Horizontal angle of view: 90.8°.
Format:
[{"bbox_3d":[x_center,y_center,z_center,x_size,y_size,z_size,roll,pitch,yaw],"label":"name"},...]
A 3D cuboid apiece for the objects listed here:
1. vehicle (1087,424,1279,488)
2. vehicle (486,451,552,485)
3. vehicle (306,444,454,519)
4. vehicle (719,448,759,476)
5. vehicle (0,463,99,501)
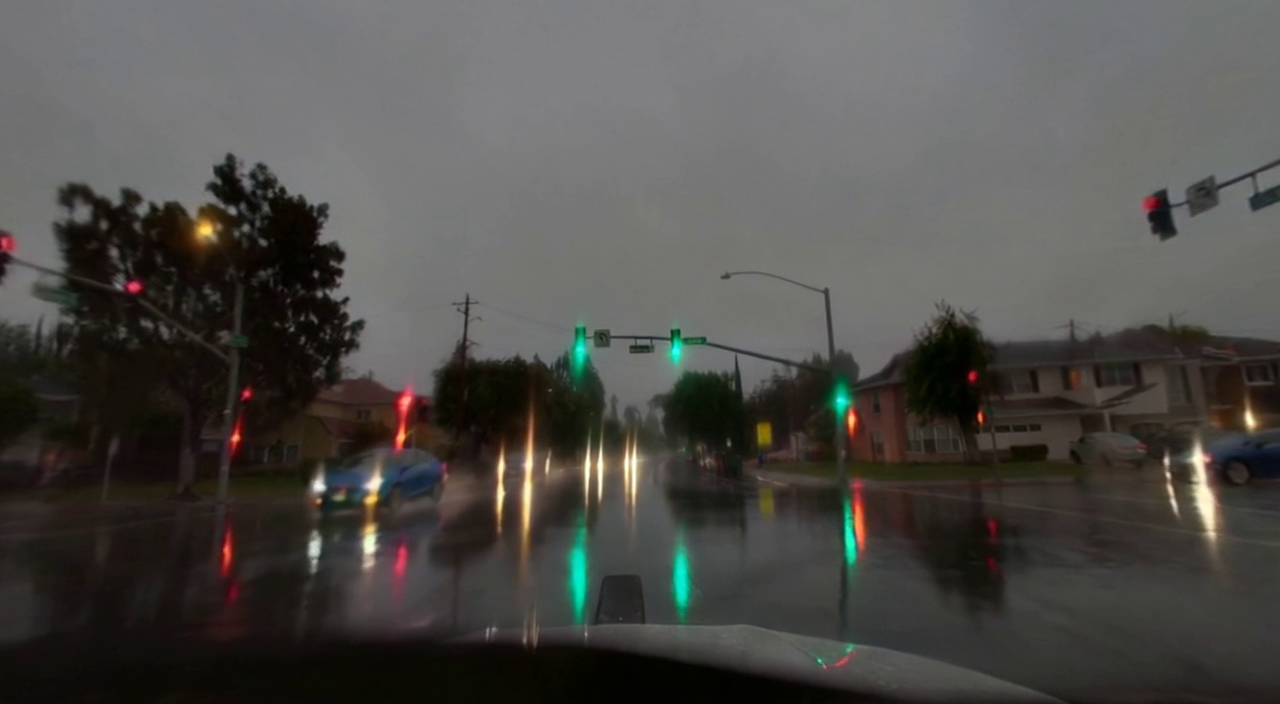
[{"bbox_3d":[15.975,2.985,18.224,4.452,1.711,2.186,0,-8,1],"label":"vehicle"},{"bbox_3d":[-6.199,6.018,33.143,2.270,1.605,4.958,0,-8,3],"label":"vehicle"},{"bbox_3d":[-6.580,3.288,16.616,1.982,1.686,4.195,0,-8,2],"label":"vehicle"},{"bbox_3d":[6.088,6.781,39.257,1.891,1.611,4.269,0,-8,1],"label":"vehicle"},{"bbox_3d":[-30.197,6.381,31.266,2.106,1.586,5.009,-1,-8,4],"label":"vehicle"}]
